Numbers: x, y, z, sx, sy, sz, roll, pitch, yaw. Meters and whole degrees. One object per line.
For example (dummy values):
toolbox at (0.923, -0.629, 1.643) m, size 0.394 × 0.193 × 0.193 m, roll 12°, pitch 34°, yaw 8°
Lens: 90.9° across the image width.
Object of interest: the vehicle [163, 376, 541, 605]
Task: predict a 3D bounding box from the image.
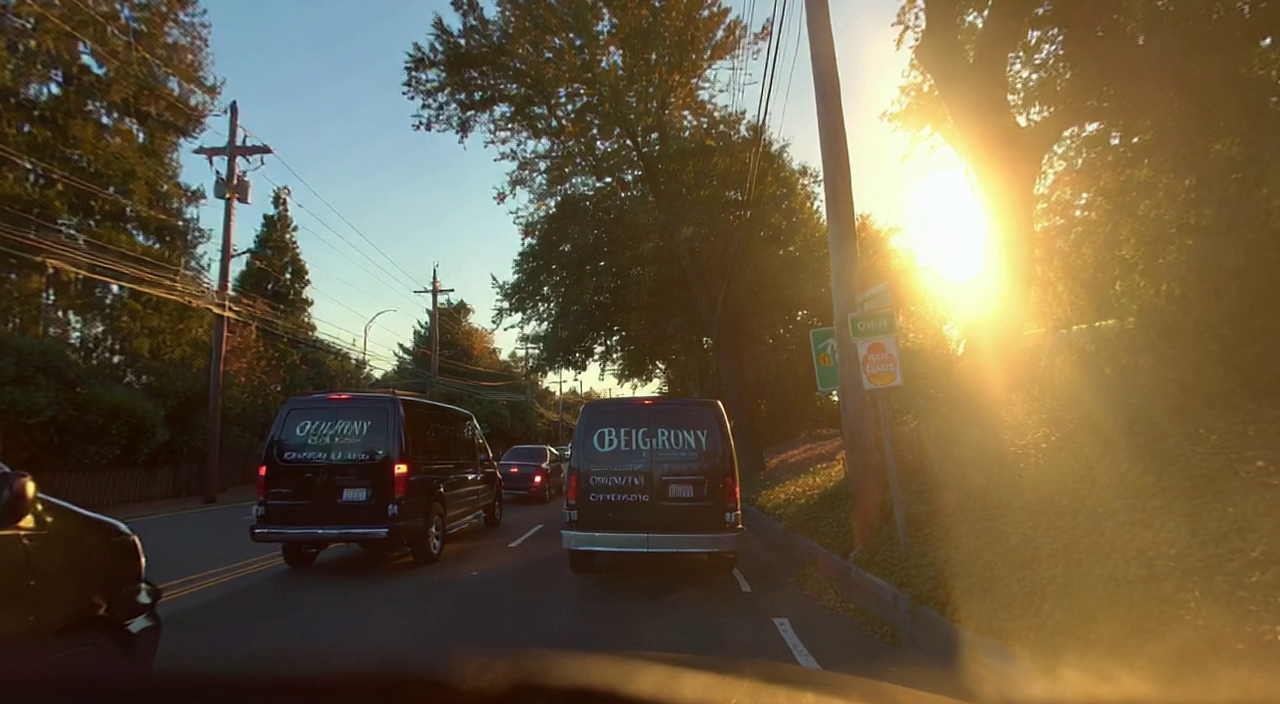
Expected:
vehicle at (-2.755, 1.480, 7.615) m, size 2.109 × 1.851 × 4.749 m, roll -1°, pitch -8°, yaw 3°

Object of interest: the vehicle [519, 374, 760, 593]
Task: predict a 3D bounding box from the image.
vehicle at (0.108, 1.458, 7.702) m, size 2.117 × 1.911 × 4.095 m, roll -1°, pitch -8°, yaw 4°

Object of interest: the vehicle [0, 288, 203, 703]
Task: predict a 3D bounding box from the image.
vehicle at (-3.095, 0.462, 0.245) m, size 2.160 × 1.796 × 4.997 m, roll 0°, pitch -8°, yaw 1°
